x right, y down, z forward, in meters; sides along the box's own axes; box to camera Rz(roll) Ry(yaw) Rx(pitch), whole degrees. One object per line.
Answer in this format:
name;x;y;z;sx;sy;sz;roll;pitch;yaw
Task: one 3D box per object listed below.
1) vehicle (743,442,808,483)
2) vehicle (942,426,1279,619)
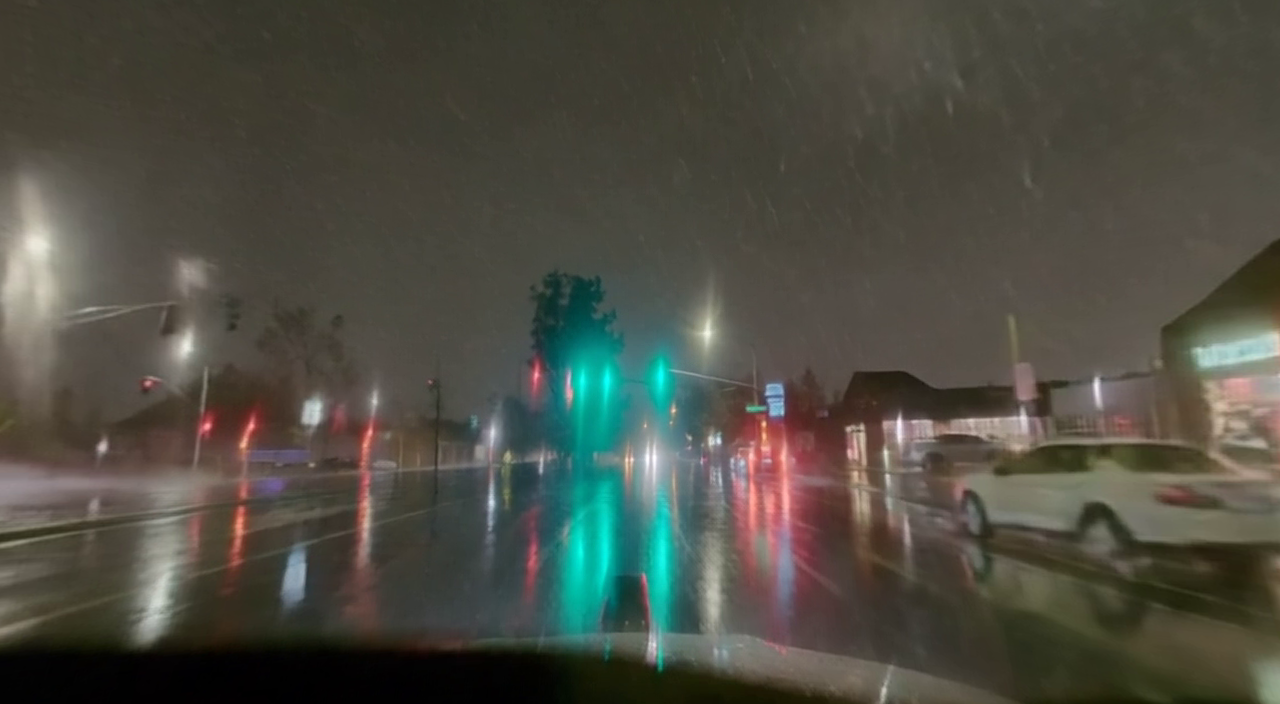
vehicle;6.026;4.995;28.754;1.845;1.664;5.285;0;-9;1
vehicle;5.848;1.753;7.540;2.057;1.541;4.735;0;-9;-1
